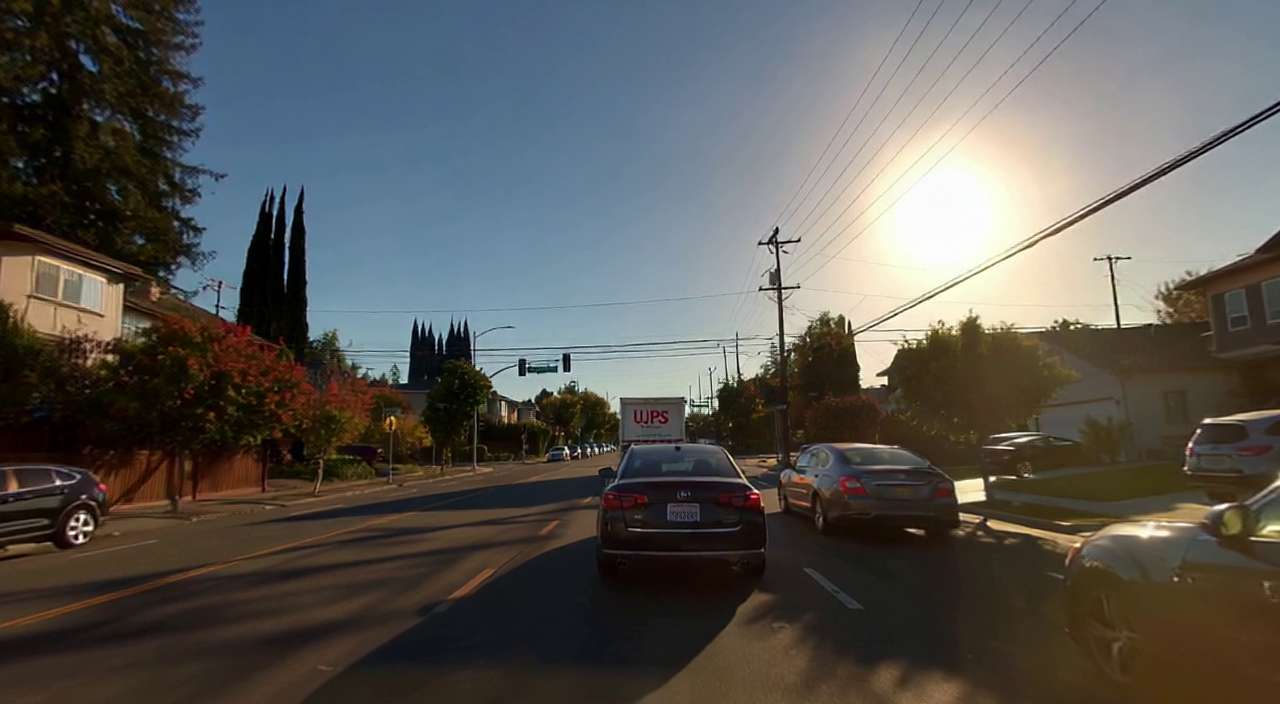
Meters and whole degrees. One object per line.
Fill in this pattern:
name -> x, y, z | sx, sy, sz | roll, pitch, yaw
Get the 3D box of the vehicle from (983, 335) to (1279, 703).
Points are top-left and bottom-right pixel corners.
vehicle -> 3.317, 0.735, 1.752 | 2.069, 1.722, 4.888 | 0, -8, 2

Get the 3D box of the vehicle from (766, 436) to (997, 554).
vehicle -> 3.519, 2.152, 10.275 | 1.993, 1.479, 4.487 | 0, -8, 0

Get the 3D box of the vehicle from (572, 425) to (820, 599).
vehicle -> 0.483, 1.727, 7.741 | 2.158, 1.499, 4.377 | 0, -8, 0

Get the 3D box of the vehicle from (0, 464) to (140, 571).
vehicle -> -10.343, 2.479, 9.289 | 1.925, 1.482, 4.753 | 0, -8, 1

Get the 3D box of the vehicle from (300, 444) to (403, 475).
vehicle -> -17.433, 6.494, 38.110 | 5.274, 1.793, 1.921 | 0, -8, 2
